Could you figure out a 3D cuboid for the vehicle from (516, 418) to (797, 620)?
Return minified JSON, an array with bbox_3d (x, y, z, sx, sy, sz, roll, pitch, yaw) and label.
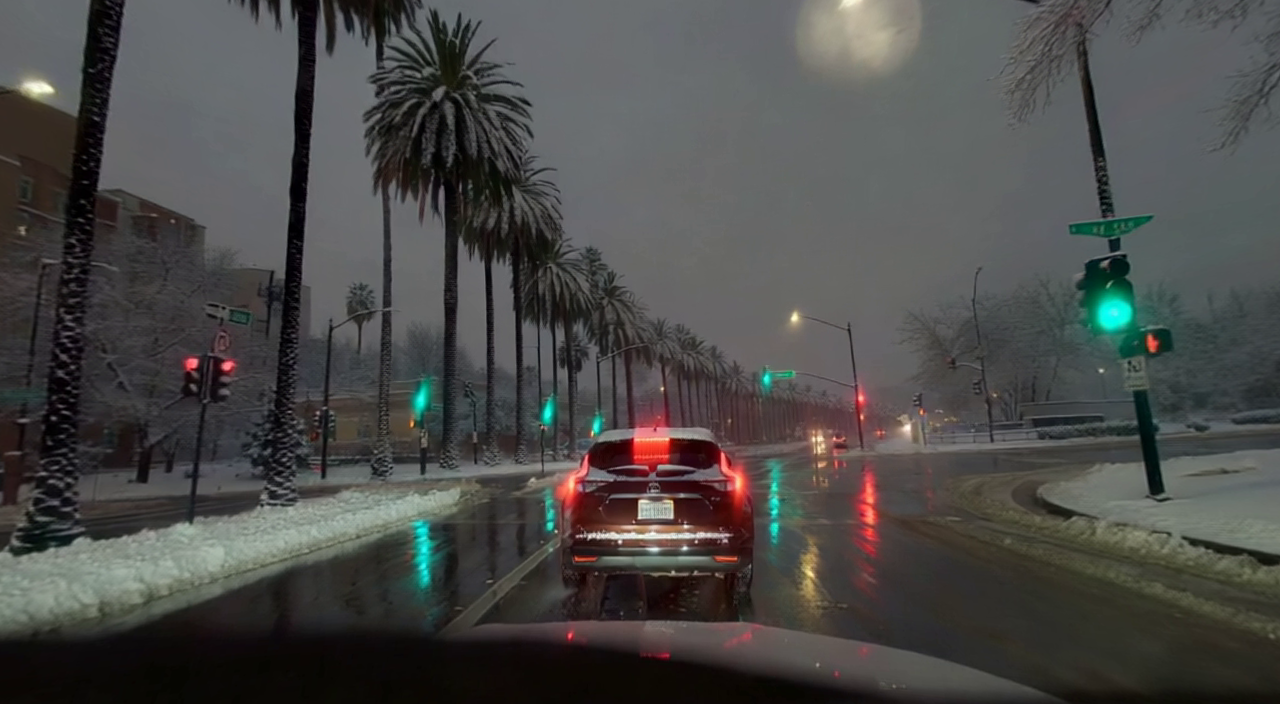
[{"bbox_3d":[0.148,1.555,6.825,2.096,1.492,4.071,0,-9,1],"label":"vehicle"}]
